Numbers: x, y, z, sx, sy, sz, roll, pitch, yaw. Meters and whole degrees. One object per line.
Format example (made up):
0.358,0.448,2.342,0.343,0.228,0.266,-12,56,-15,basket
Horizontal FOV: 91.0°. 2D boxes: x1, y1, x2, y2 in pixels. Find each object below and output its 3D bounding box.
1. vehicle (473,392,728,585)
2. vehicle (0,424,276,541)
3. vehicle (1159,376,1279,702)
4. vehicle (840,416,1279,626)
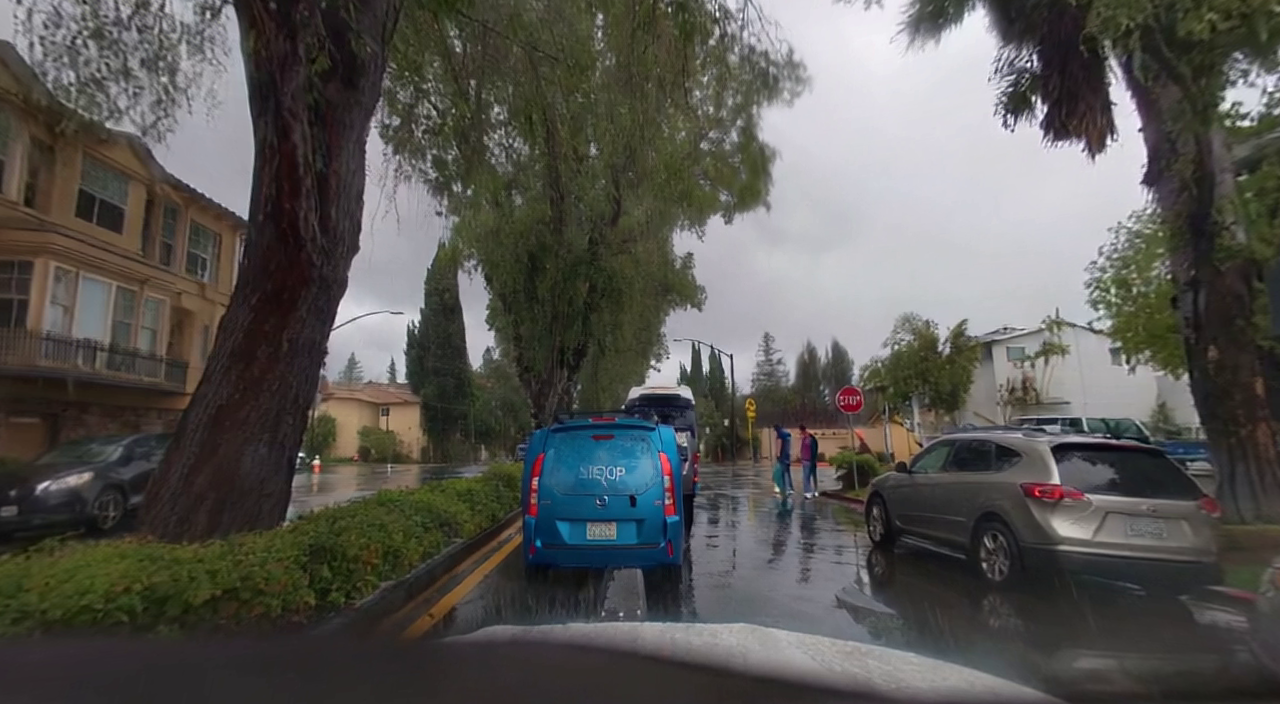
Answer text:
-0.410,1.622,8.289,2.377,1.787,4.652,0,-8,-1,vehicle
-8.311,2.051,10.647,1.825,1.532,4.083,-3,-7,1,vehicle
4.550,0.836,1.896,2.016,1.757,4.617,3,-8,-1,vehicle
4.202,1.728,7.535,1.959,1.581,4.731,4,-9,-2,vehicle
